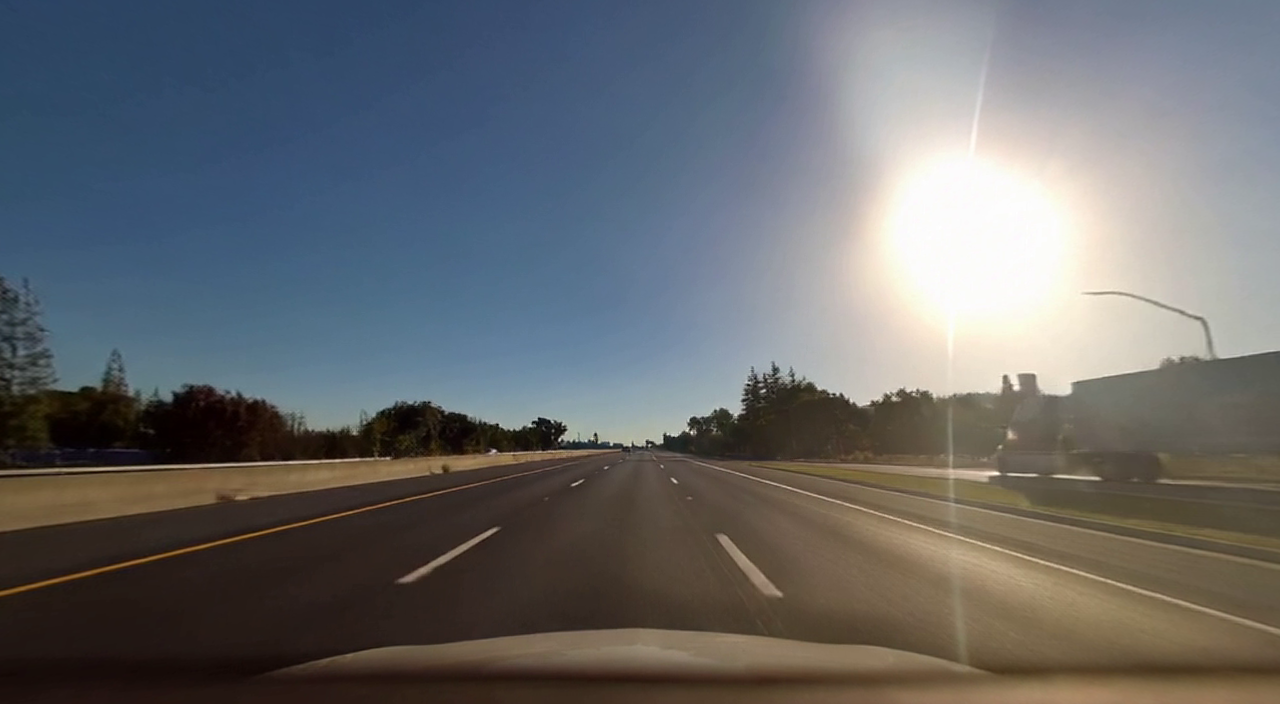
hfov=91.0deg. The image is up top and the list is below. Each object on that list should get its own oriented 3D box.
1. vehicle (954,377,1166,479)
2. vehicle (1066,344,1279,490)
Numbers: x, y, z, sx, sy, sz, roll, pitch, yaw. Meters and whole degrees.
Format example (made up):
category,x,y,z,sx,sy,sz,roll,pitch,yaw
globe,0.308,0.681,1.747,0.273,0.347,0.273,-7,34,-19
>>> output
category,x,y,z,sx,sy,sz,roll,pitch,yaw
vehicle,19.144,3.744,29.905,3.020,4.008,9.497,1,-9,-3
vehicle,20.013,1.931,18.438,2.939,4.193,15.754,1,-9,-5
